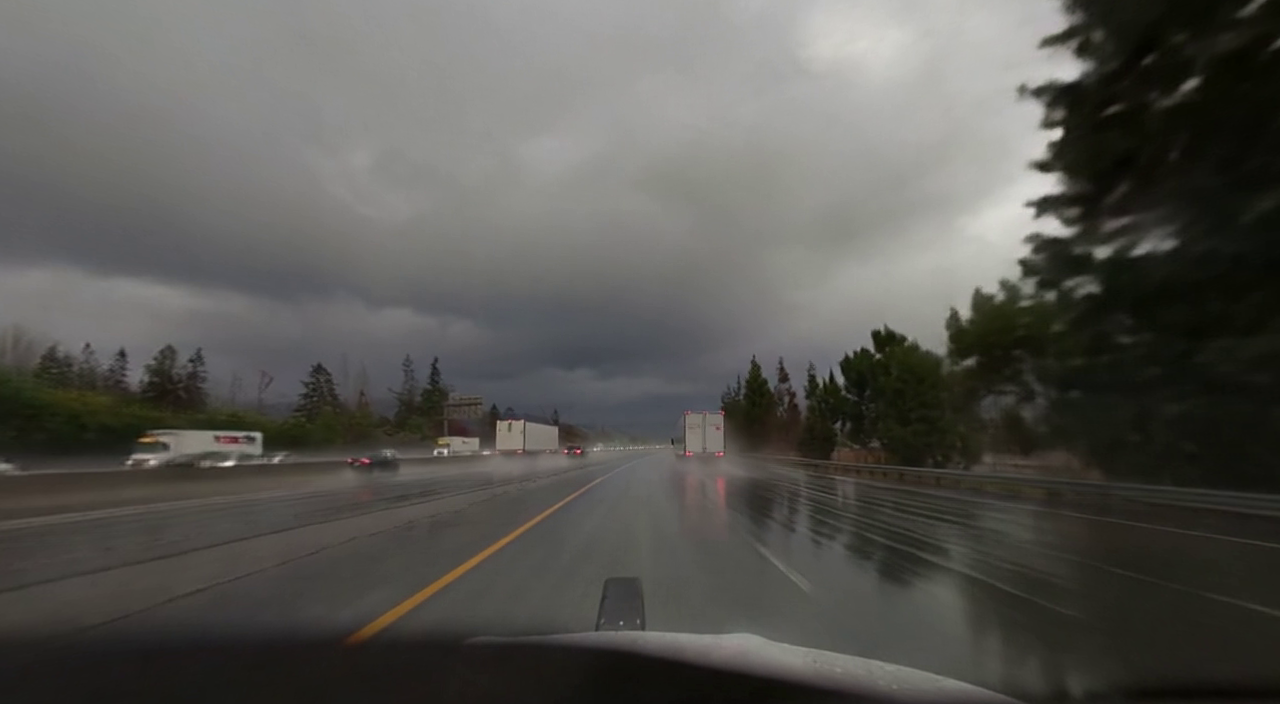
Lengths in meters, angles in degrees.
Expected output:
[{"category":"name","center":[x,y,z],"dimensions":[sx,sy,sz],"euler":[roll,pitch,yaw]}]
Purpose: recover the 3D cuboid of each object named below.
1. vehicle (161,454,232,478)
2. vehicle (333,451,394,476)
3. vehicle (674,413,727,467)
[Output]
[{"category":"vehicle","center":[-29.229,7.489,41.715],"dimensions":[1.805,1.458,3.709],"euler":[-1,-9,5]},{"category":"vehicle","center":[-17.622,7.095,40.382],"dimensions":[1.833,1.438,4.011],"euler":[-1,-9,5]},{"category":"vehicle","center":[4.442,6.971,49.170],"dimensions":[2.928,3.595,13.975],"euler":[0,-9,1]}]
